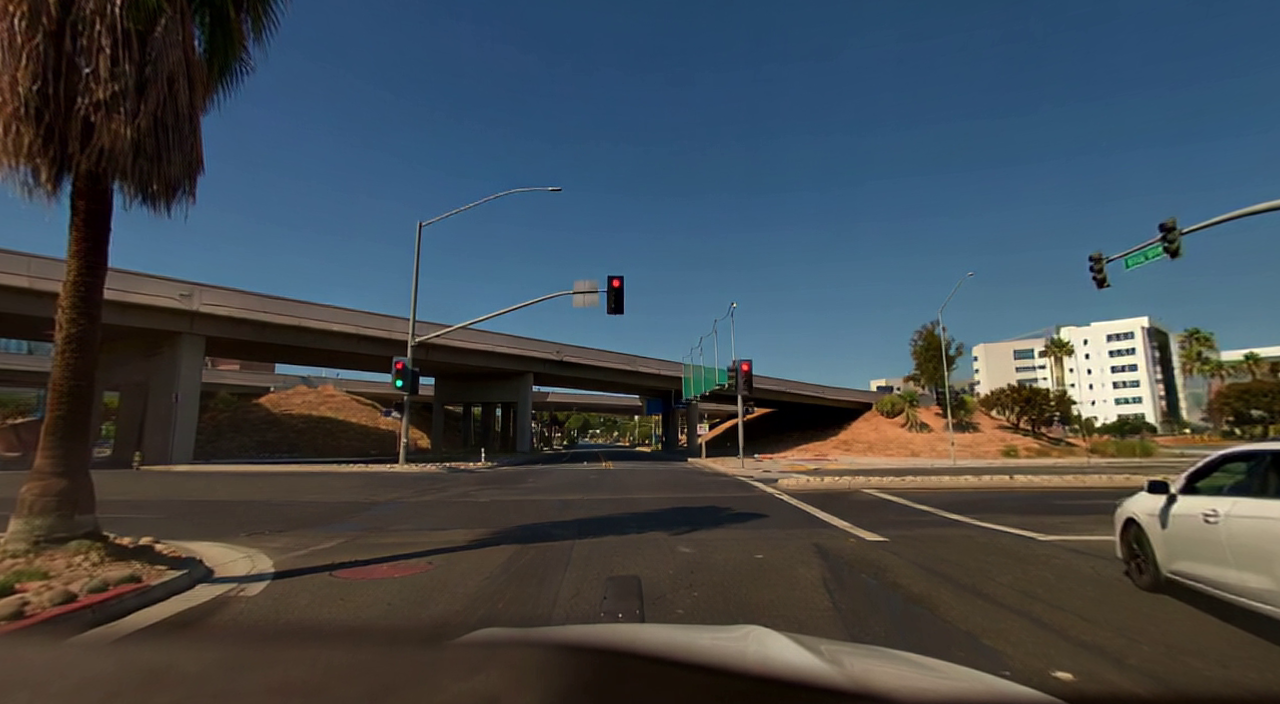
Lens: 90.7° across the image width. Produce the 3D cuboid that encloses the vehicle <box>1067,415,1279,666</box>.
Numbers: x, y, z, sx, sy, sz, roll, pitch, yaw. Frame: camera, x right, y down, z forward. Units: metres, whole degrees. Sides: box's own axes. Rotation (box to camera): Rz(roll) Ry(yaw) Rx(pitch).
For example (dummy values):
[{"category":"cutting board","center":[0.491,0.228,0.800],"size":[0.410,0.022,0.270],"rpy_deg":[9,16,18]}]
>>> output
[{"category":"vehicle","center":[4.845,1.152,3.959],"size":[1.959,1.485,4.628],"rpy_deg":[-2,-9,13]}]
